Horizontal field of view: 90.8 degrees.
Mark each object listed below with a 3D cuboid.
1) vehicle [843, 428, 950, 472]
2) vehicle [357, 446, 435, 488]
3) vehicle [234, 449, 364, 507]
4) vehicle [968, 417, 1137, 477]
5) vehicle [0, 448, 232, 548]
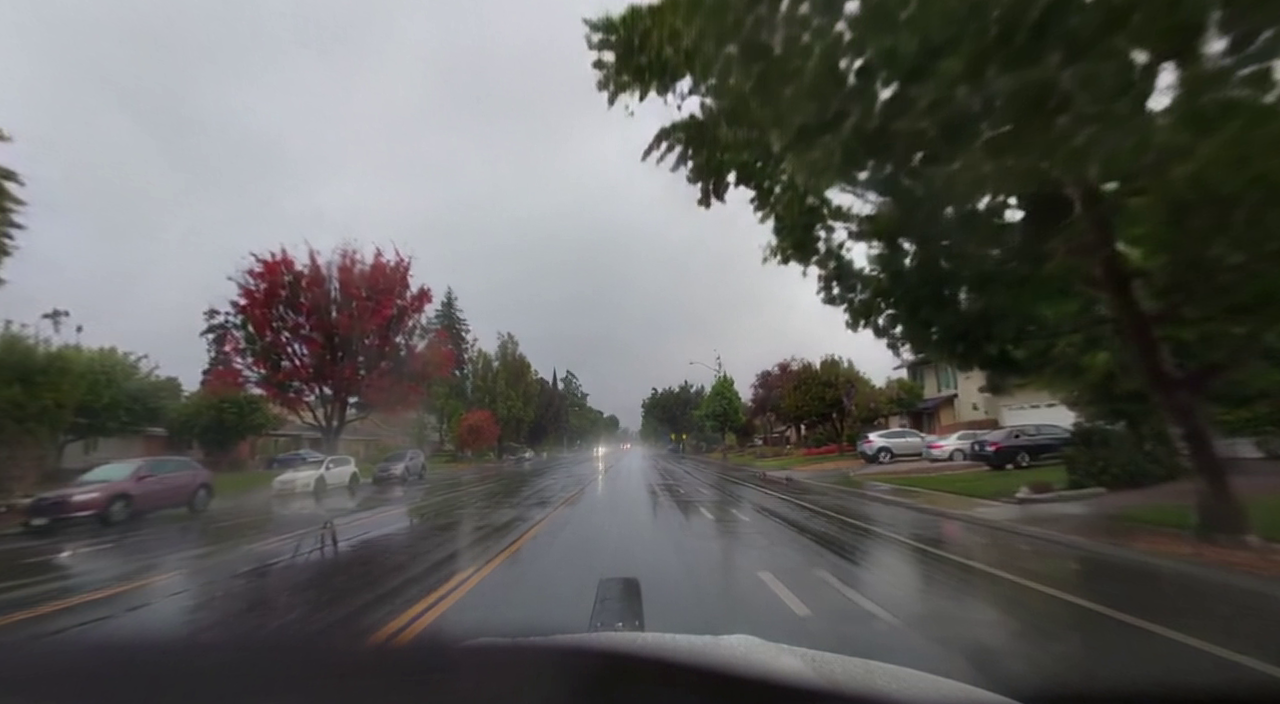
[{"bbox_3d":[12.200,4.657,30.244,4.194,1.850,1.951,-2,-7,-4],"label":"vehicle"},{"bbox_3d":[-12.295,5.780,32.191,2.105,1.930,4.541,0,-8,0],"label":"vehicle"},{"bbox_3d":[-12.132,4.455,22.965,2.007,1.663,5.077,-2,-7,-1],"label":"vehicle"},{"bbox_3d":[14.542,3.356,22.476,4.498,1.831,2.059,-2,-8,-1],"label":"vehicle"},{"bbox_3d":[-12.145,3.226,14.797,1.962,1.735,4.927,-2,-7,-1],"label":"vehicle"}]
